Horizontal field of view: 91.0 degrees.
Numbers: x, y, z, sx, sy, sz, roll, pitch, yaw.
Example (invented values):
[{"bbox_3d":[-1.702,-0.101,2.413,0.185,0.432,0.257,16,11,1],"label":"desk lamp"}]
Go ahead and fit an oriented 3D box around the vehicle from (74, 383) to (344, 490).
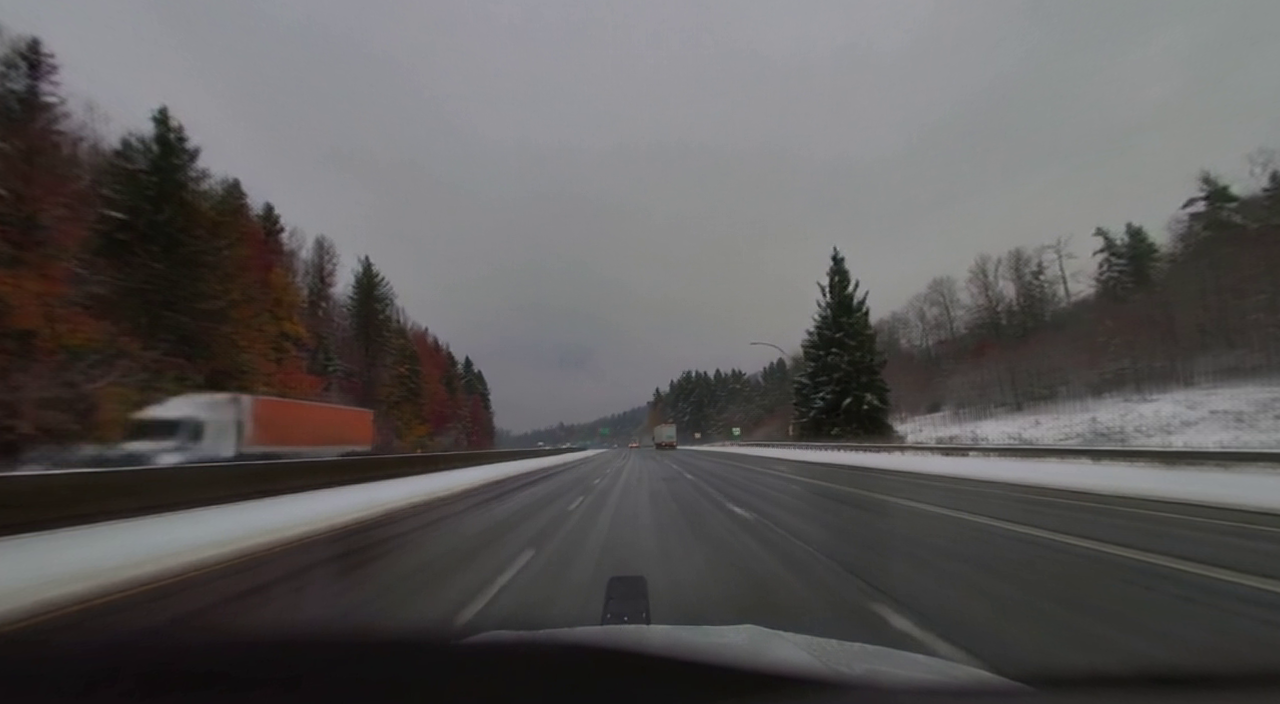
[{"bbox_3d":[-19.309,4.106,30.203,3.734,4.021,12.759,0,-8,1],"label":"vehicle"}]
